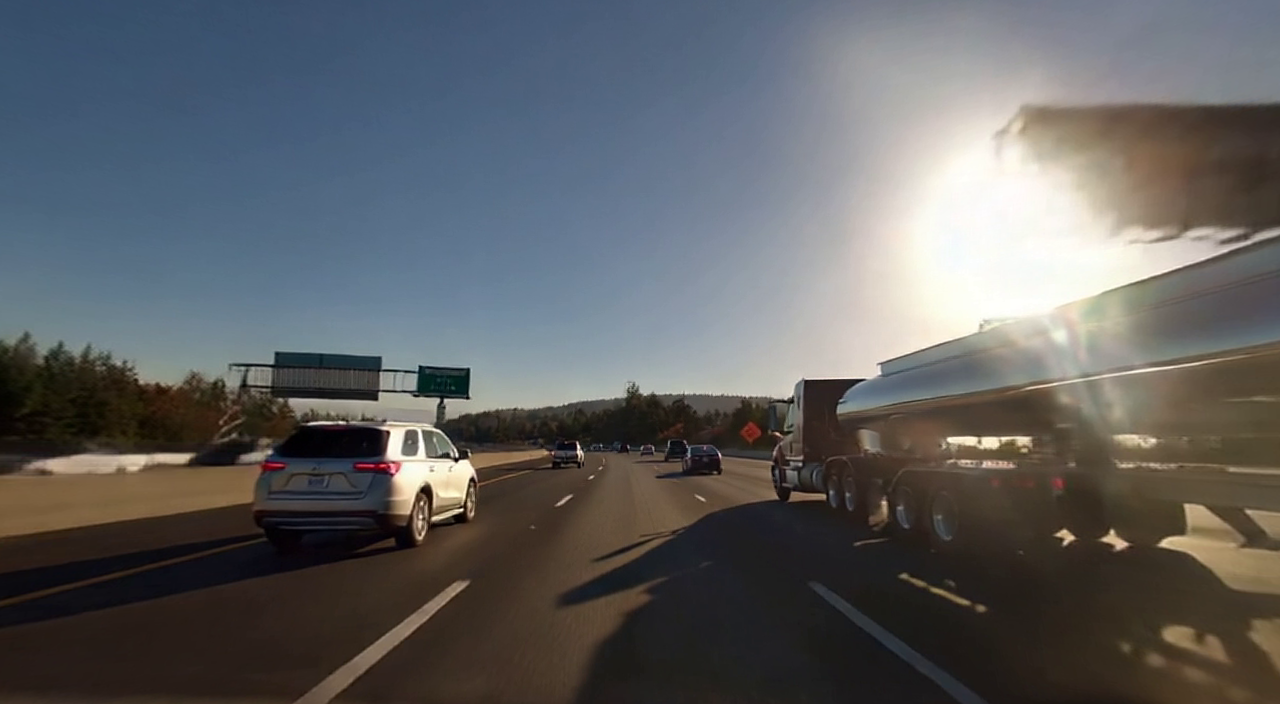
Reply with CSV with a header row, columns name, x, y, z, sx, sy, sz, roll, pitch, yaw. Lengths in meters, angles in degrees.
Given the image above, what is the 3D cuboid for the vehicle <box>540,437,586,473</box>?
name,x,y,z,sx,sy,sz,roll,pitch,yaw
vehicle,-4.198,5.711,35.139,2.149,1.843,4.348,0,-9,-2

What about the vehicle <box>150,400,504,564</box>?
name,x,y,z,sx,sy,sz,roll,pitch,yaw
vehicle,-4.167,1.902,10.102,2.684,1.839,5.803,0,-9,0

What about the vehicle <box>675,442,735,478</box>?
name,x,y,z,sx,sy,sz,roll,pitch,yaw
vehicle,2.877,4.888,28.895,2.053,1.510,4.400,0,-9,-3

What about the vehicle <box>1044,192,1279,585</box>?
name,x,y,z,sx,sy,sz,roll,pitch,yaw
vehicle,7.622,0.053,3.891,3.554,3.573,10.307,0,-9,1
